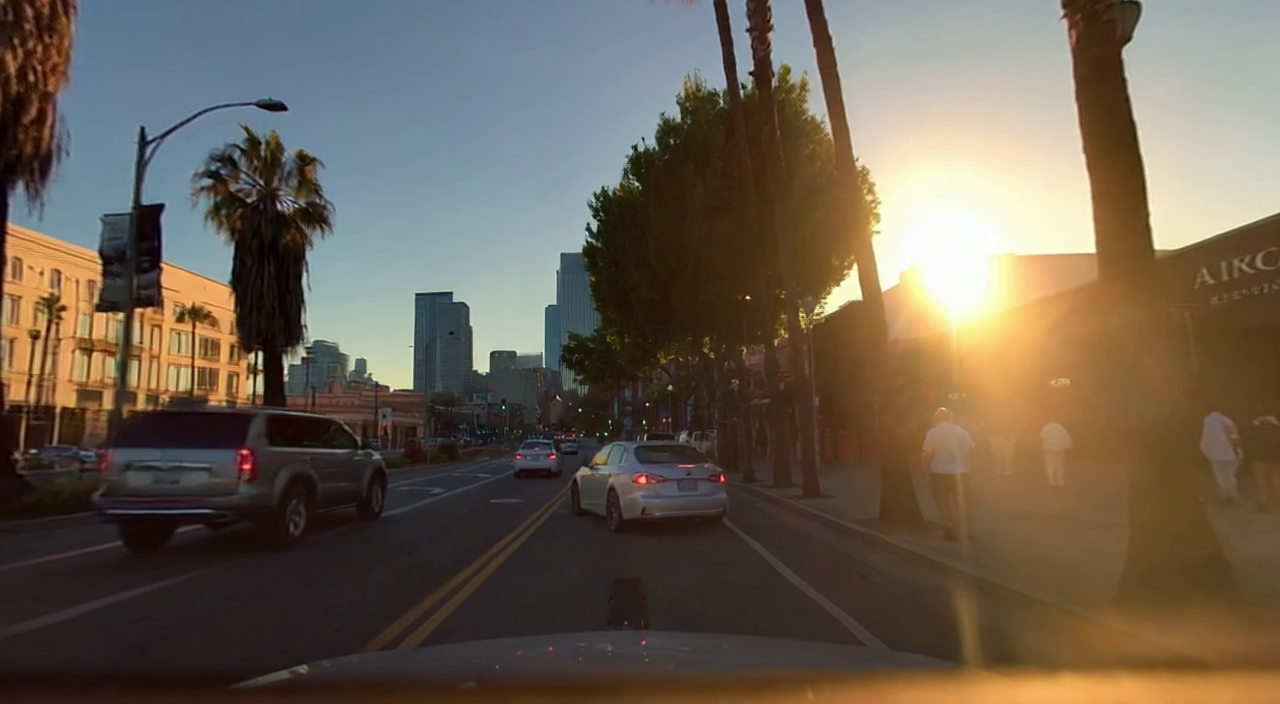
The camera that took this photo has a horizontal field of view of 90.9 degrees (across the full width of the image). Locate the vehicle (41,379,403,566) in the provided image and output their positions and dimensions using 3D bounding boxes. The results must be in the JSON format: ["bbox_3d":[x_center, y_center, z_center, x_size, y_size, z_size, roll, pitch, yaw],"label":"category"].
[{"bbox_3d":[-5.660,1.738,9.801,2.164,2.047,5.455,0,-9,-4],"label":"vehicle"}]

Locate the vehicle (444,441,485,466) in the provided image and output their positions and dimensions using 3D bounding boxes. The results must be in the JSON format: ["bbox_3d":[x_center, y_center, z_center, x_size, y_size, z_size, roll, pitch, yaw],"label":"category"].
[{"bbox_3d":[-11.994,6.960,43.357,1.930,1.583,4.423,0,-9,-5],"label":"vehicle"}]

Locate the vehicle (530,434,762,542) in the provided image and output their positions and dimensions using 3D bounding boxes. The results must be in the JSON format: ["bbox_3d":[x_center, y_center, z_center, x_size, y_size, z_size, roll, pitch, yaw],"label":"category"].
[{"bbox_3d":[-0.173,2.254,11.213,1.930,1.477,4.657,5,-10,-31],"label":"vehicle"}]
